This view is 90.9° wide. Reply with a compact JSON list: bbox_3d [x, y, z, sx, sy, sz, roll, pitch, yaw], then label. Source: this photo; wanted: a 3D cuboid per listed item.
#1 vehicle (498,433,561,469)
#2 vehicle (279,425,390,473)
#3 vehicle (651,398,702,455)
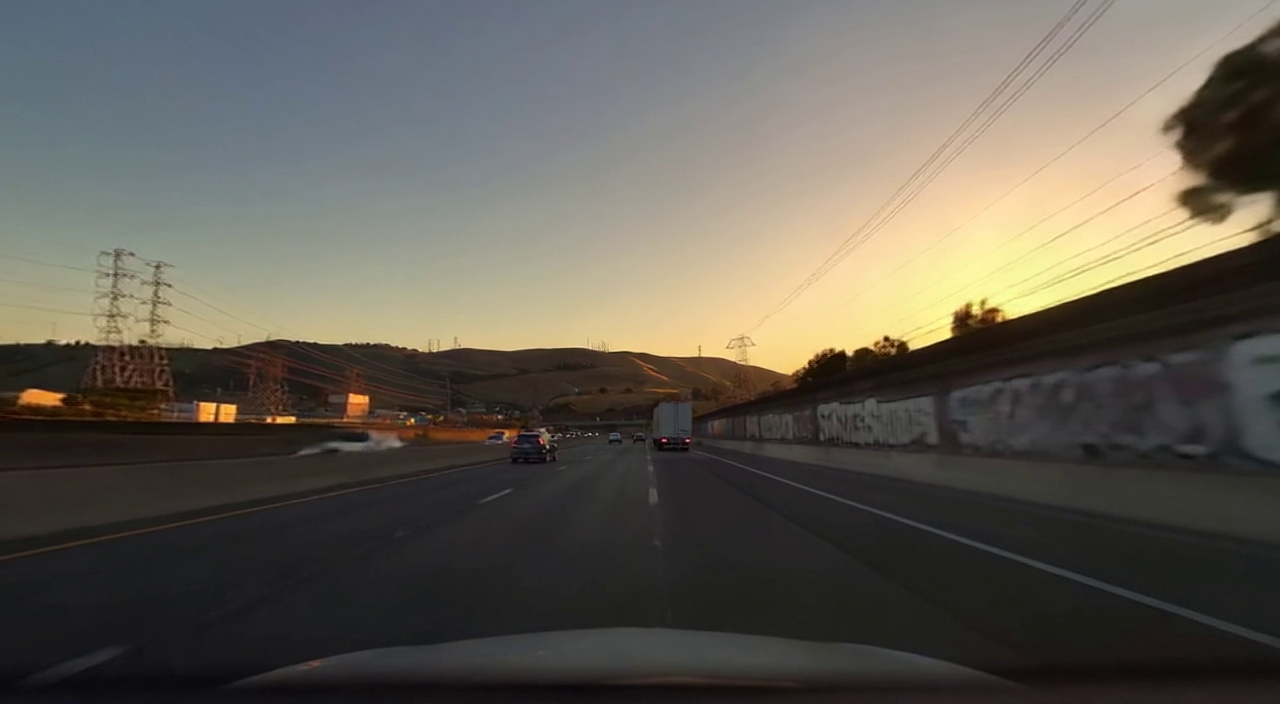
[{"bbox_3d":[-4.827,4.392,28.138,1.965,1.486,4.448,0,-8,1],"label":"vehicle"},{"bbox_3d":[-12.417,3.969,26.064,2.136,1.767,4.755,0,-8,1],"label":"vehicle"},{"bbox_3d":[2.539,5.823,48.187,3.060,3.842,11.095,0,-8,-1],"label":"vehicle"}]
